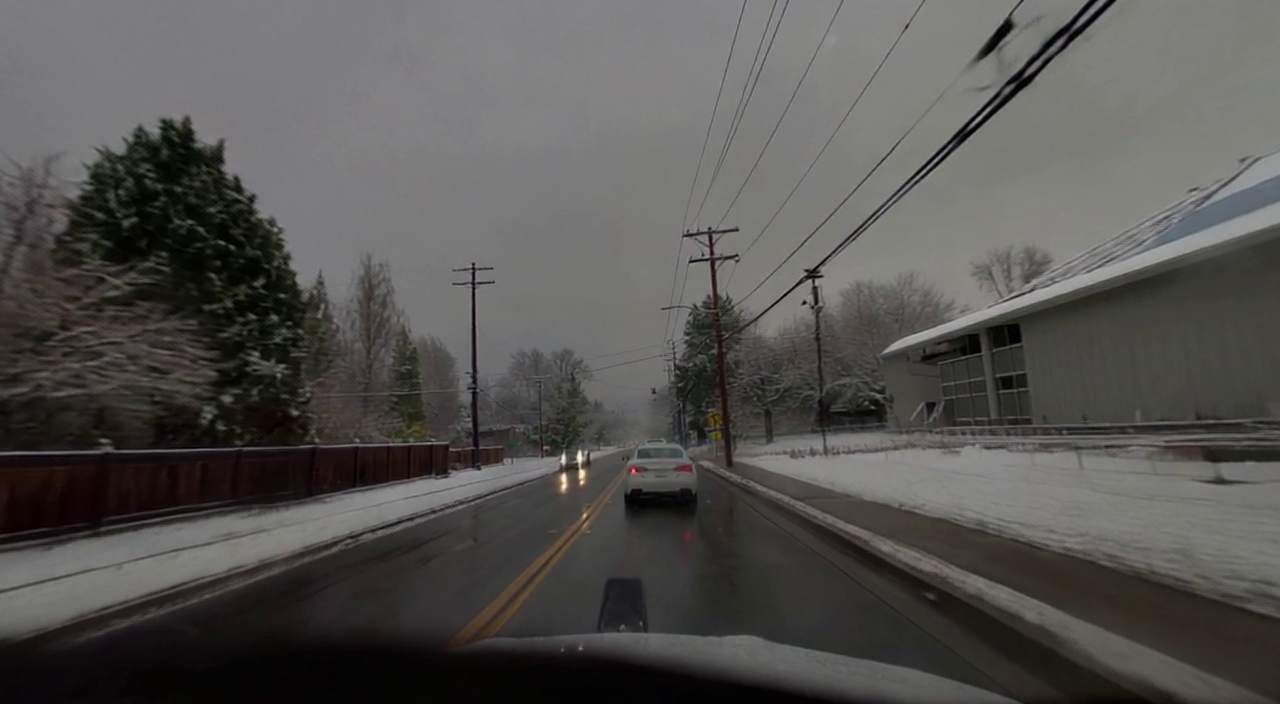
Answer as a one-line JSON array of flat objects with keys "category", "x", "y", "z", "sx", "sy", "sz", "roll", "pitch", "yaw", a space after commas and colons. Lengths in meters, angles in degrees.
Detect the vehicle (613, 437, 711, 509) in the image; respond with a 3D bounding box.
[{"category": "vehicle", "x": 0.483, "y": 2.828, "z": 15.296, "sx": 2.060, "sy": 1.487, "sz": 3.920, "roll": 0, "pitch": -8, "yaw": 1}]
